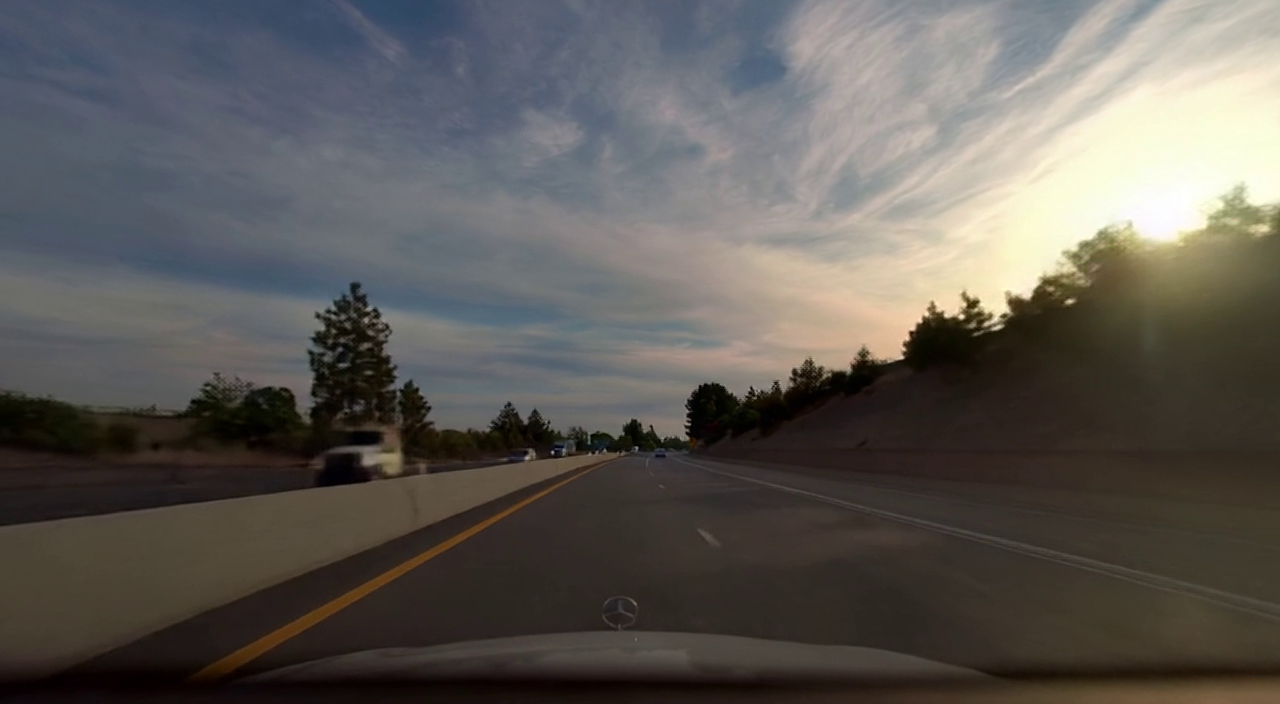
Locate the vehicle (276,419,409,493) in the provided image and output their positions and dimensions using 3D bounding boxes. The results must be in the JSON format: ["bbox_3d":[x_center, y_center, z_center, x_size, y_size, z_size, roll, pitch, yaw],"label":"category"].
[{"bbox_3d":[-10.090,3.601,21.862,2.202,2.240,5.044,0,-9,-1],"label":"vehicle"}]
